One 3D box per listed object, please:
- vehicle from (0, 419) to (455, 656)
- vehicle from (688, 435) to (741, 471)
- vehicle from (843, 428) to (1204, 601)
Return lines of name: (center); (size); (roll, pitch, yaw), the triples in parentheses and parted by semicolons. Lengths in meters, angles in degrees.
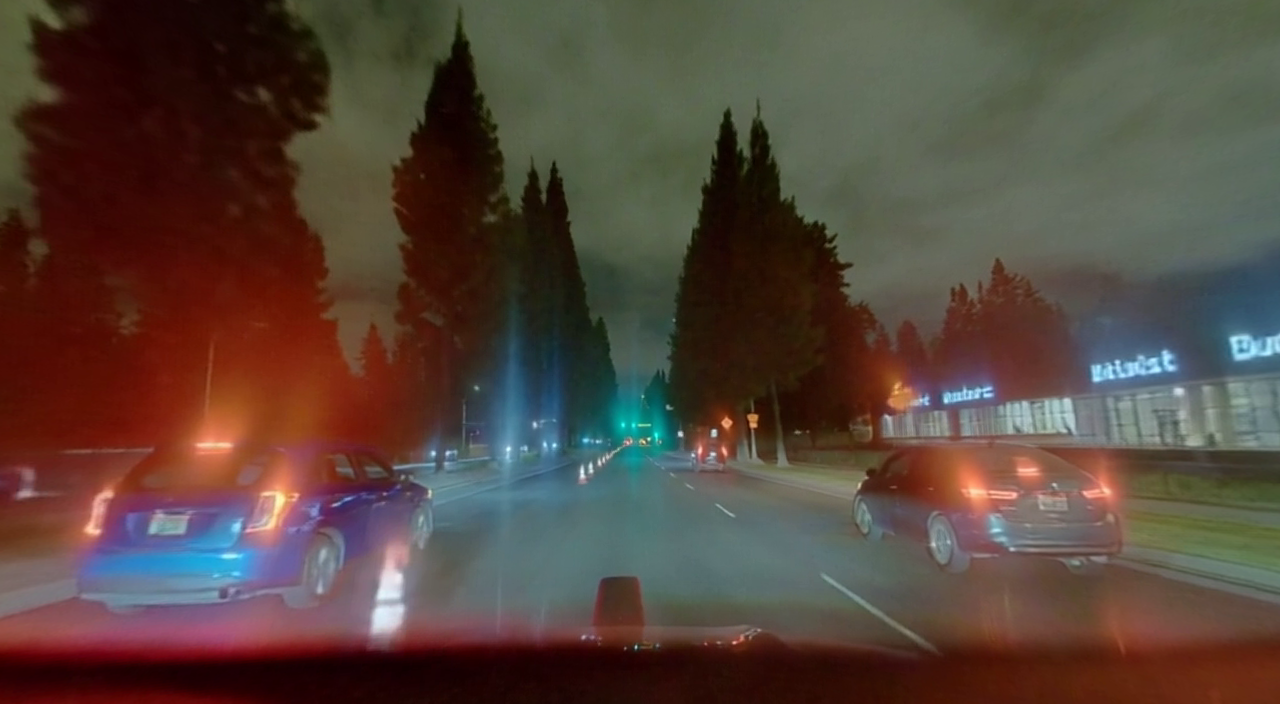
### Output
vehicle: (-3.384, 1.475, 6.100); (2.020, 1.474, 4.098); (0, -9, -1)
vehicle: (3.904, 5.424, 34.139); (2.159, 1.793, 4.735); (0, -9, -2)
vehicle: (3.976, 1.704, 7.461); (1.827, 1.491, 3.743); (0, -9, -1)
